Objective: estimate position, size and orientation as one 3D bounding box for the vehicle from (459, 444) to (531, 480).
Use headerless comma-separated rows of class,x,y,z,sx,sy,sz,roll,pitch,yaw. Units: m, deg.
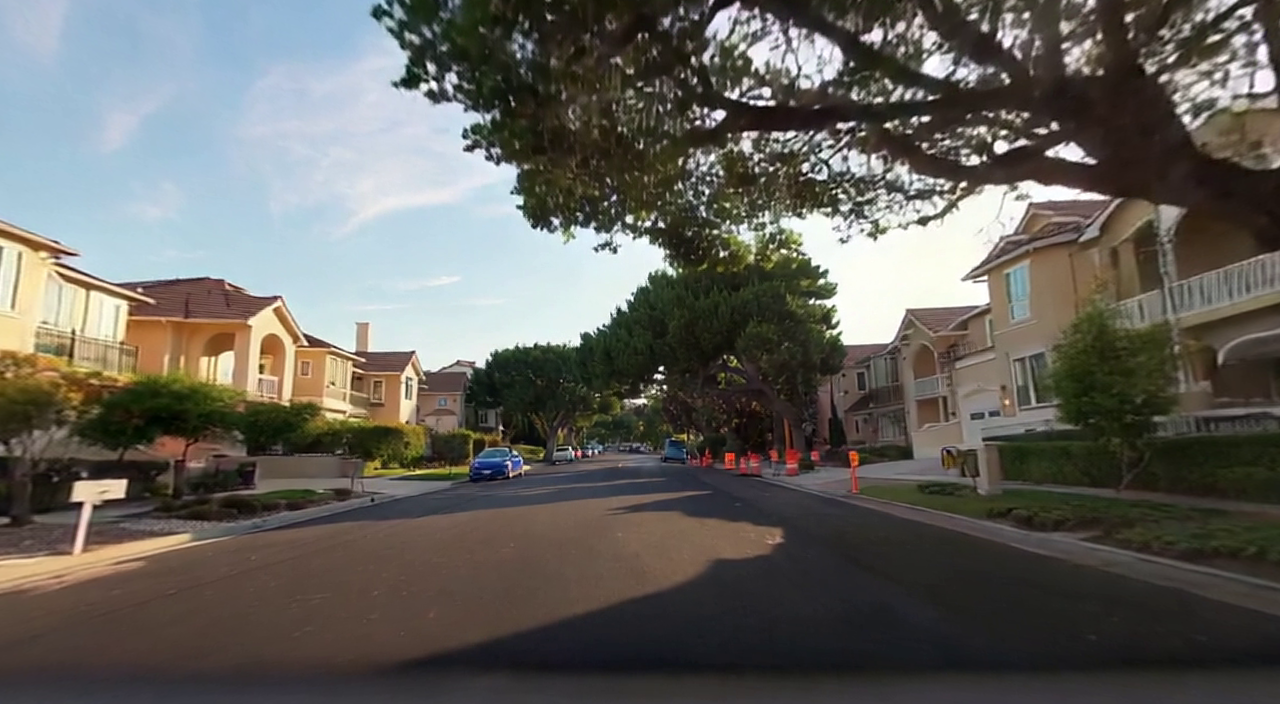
vehicle,-6.527,4.997,28.907,2.137,1.481,4.503,0,-8,1
